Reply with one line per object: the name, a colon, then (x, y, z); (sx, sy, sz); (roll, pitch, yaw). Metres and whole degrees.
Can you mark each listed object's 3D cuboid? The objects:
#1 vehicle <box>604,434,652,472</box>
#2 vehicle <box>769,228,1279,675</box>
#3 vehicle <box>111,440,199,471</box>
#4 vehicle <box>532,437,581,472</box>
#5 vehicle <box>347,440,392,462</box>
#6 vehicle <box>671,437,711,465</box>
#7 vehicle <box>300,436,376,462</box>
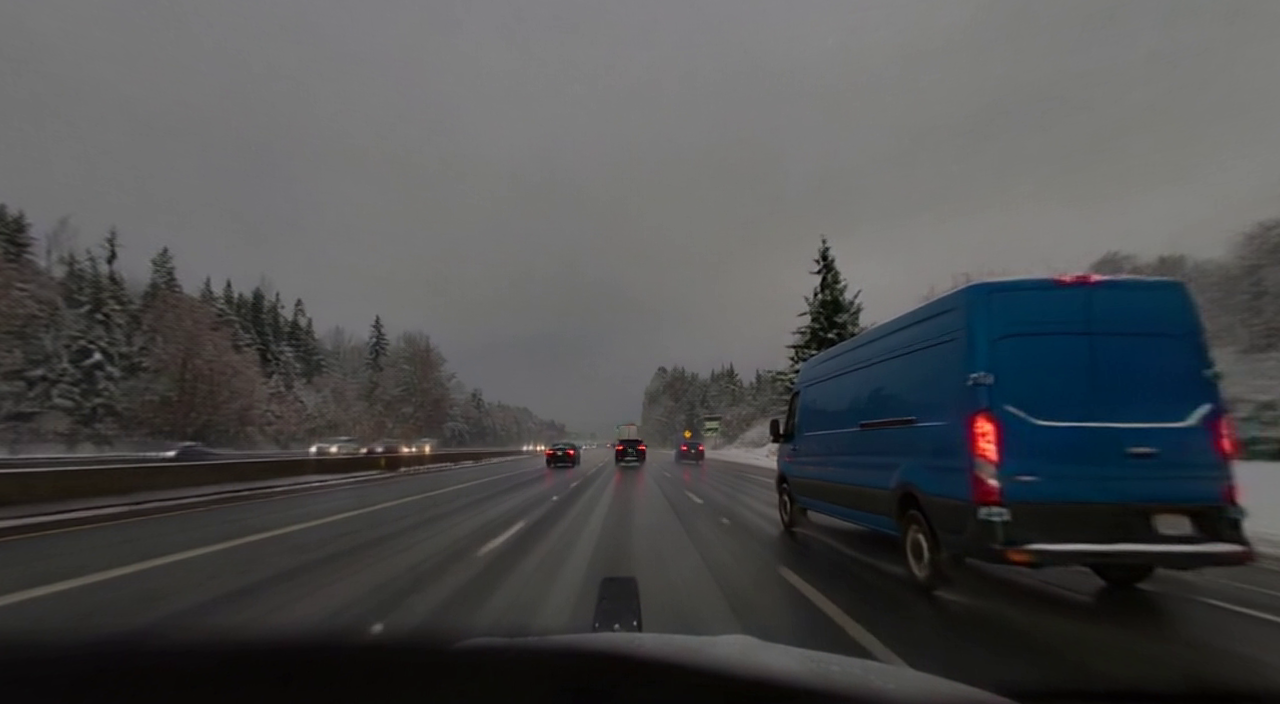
vehicle: (-0.588, 5.212, 32.748); (2.297, 1.783, 4.355); (0, -8, -1)
vehicle: (3.541, 1.012, 7.122); (2.631, 2.709, 6.496); (0, -8, -1)
vehicle: (-25.163, 5.369, 32.924); (1.644, 1.512, 3.678); (0, -8, -1)
vehicle: (-4.344, 5.408, 33.524); (2.023, 1.709, 4.263); (0, -8, 0)
vehicle: (-18.448, 6.755, 43.273); (1.573, 1.473, 3.348); (0, -8, 0)
vehicle: (3.323, 6.551, 41.858); (2.160, 1.759, 4.214); (0, -8, -2)
vehicle: (-21.776, 7.015, 45.954); (2.779, 1.748, 5.743); (0, -8, -1)
